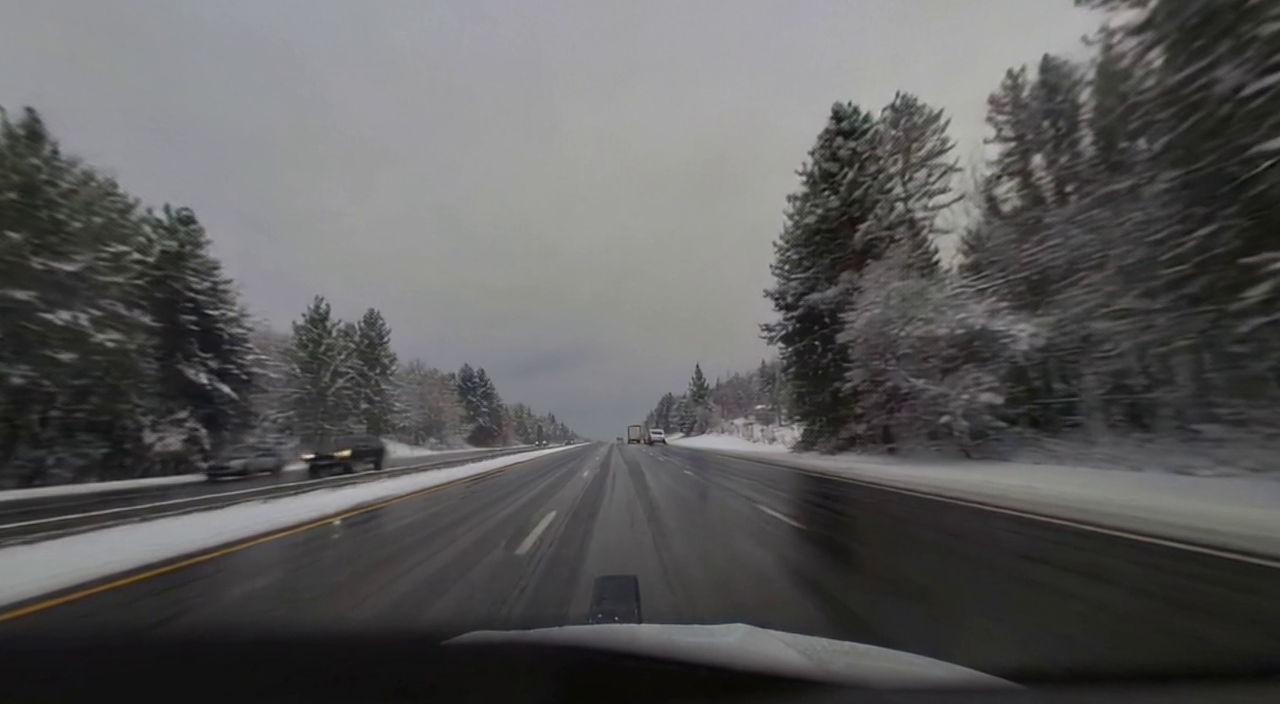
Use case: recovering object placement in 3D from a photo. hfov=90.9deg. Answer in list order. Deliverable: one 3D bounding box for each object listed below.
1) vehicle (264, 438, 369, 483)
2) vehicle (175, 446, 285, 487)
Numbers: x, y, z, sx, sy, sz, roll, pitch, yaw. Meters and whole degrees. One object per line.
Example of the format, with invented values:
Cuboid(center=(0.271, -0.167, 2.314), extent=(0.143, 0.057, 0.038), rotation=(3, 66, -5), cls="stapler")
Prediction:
Cuboid(center=(-12.094, 4.047, 23.953), extent=(1.886, 1.527, 4.215), rotation=(0, -8, -2), cls="vehicle")
Cuboid(center=(-16.783, 4.682, 26.092), extent=(1.844, 1.456, 4.265), rotation=(0, -8, -3), cls="vehicle")
